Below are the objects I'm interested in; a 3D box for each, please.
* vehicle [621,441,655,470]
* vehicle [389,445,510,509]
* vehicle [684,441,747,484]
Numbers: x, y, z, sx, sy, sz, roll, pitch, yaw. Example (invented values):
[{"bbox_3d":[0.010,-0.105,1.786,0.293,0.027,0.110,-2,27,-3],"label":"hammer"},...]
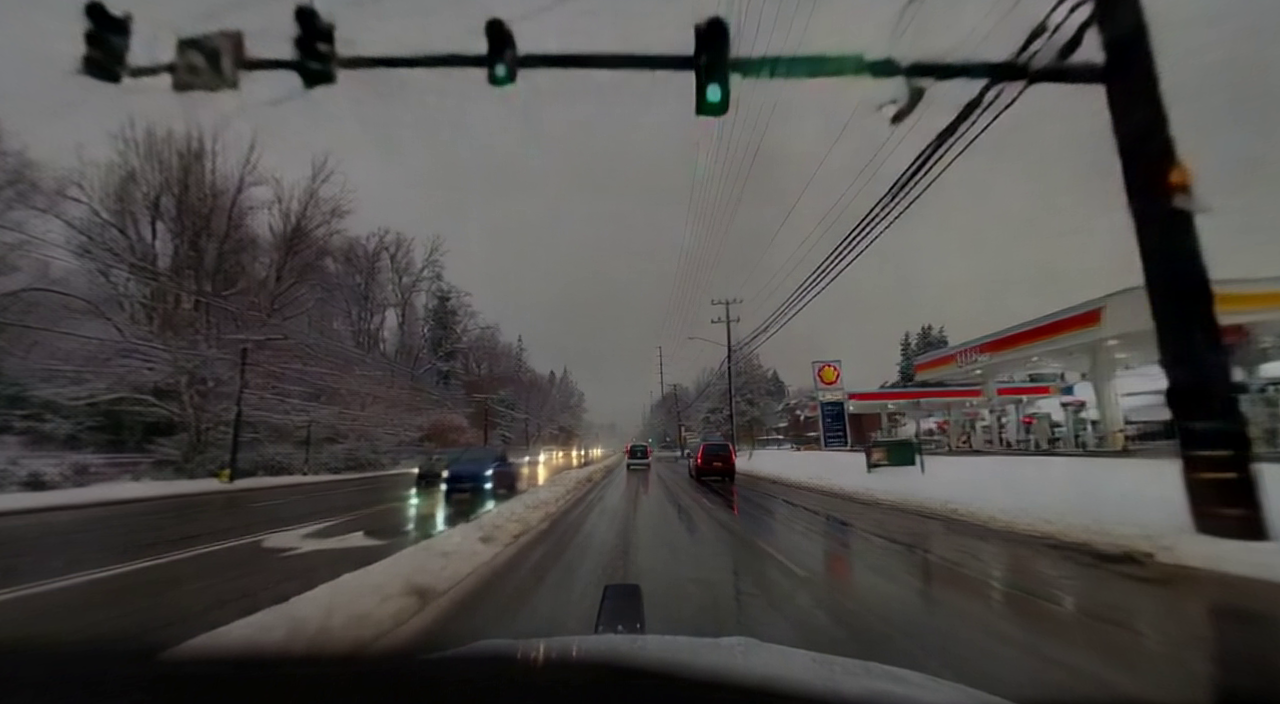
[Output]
[{"bbox_3d":[-0.165,7.010,43.070,2.163,1.825,4.073,0,-8,-1],"label":"vehicle"},{"bbox_3d":[-5.007,3.327,17.365,2.032,1.487,4.413,0,-8,-1],"label":"vehicle"},{"bbox_3d":[3.001,4.523,26.130,1.990,1.592,4.294,0,-8,-1],"label":"vehicle"}]
